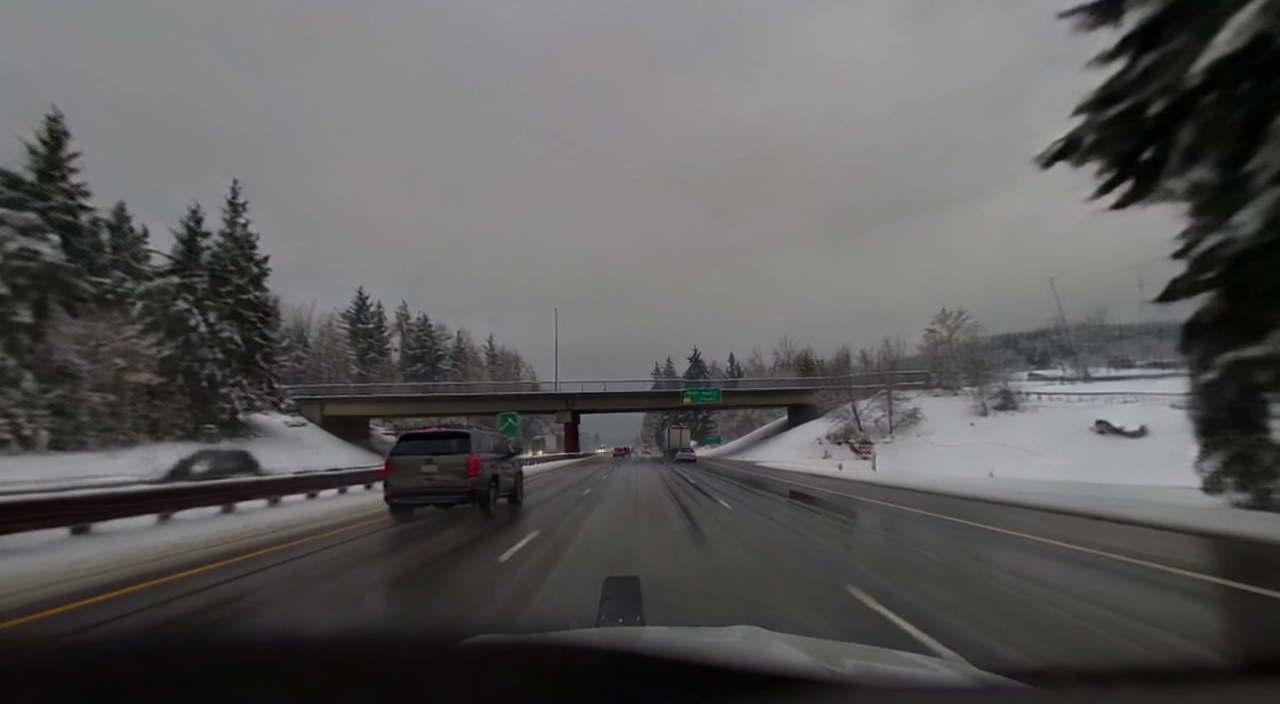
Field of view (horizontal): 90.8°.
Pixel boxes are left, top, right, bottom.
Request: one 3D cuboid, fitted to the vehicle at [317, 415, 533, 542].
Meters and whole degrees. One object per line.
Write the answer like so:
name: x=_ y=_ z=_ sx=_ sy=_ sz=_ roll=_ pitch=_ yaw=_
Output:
vehicle: x=-3.440 y=2.140 z=11.286 sx=2.238 sy=1.792 sz=4.518 roll=0 pitch=-9 yaw=0
